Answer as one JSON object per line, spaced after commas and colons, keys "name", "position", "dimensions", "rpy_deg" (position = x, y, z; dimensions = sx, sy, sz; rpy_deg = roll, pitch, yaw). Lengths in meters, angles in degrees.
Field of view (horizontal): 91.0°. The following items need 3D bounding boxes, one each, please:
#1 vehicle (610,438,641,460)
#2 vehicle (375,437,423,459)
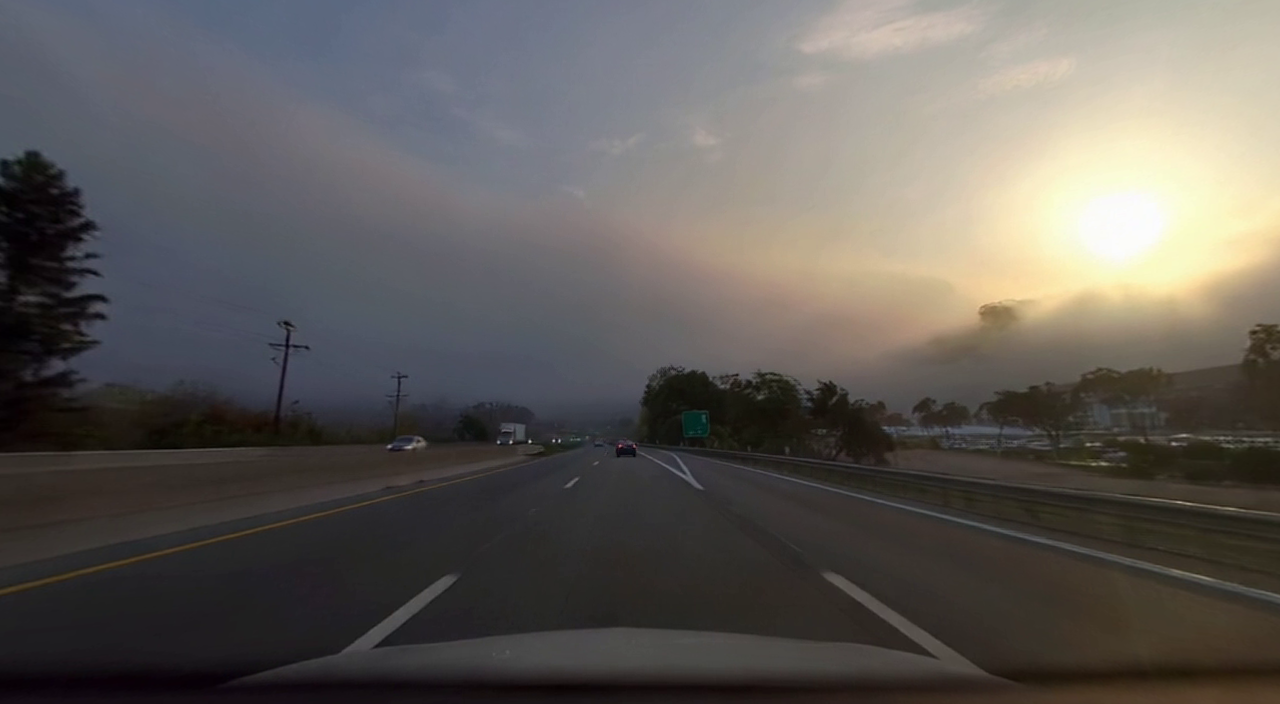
{"name": "vehicle", "position": [-1.035, 6.844, 44.553], "dimensions": [2.099, 1.504, 3.843], "rpy_deg": [0, -8, -2]}
{"name": "vehicle", "position": [-16.976, 6.764, 44.537], "dimensions": [1.913, 1.476, 4.020], "rpy_deg": [0, -8, -1]}
